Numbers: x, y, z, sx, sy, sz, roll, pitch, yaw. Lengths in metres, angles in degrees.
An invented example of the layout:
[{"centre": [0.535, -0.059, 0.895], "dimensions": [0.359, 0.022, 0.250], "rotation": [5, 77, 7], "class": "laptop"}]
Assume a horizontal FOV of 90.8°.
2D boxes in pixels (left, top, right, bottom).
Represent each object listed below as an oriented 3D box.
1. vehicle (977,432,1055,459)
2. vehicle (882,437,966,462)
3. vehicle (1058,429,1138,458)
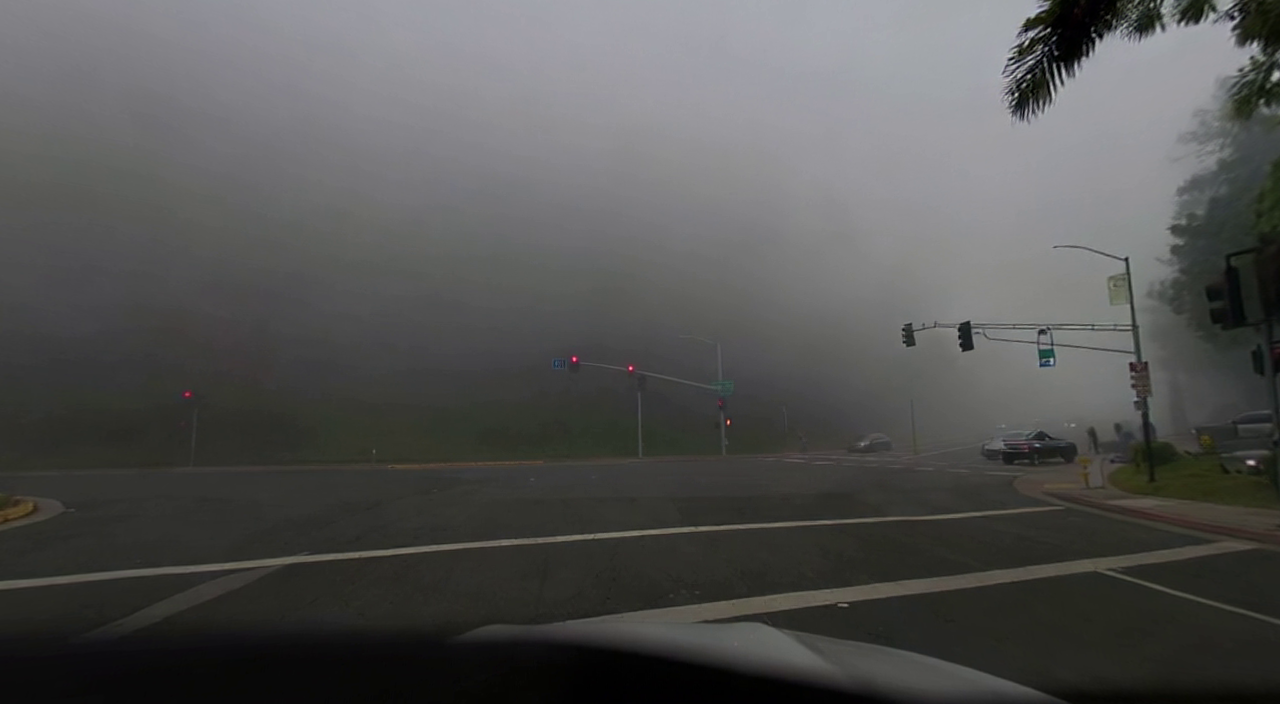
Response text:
[{"centre": [26.955, 6.729, 45.262], "dimensions": [5.032, 1.828, 2.183], "rotation": [4, -9, -24], "class": "vehicle"}, {"centre": [18.707, 6.425, 41.620], "dimensions": [5.234, 1.549, 1.982], "rotation": [4, -9, -24], "class": "vehicle"}, {"centre": [36.097, 7.205, 49.735], "dimensions": [6.148, 2.119, 2.473], "rotation": [4, -10, -28], "class": "vehicle"}]
